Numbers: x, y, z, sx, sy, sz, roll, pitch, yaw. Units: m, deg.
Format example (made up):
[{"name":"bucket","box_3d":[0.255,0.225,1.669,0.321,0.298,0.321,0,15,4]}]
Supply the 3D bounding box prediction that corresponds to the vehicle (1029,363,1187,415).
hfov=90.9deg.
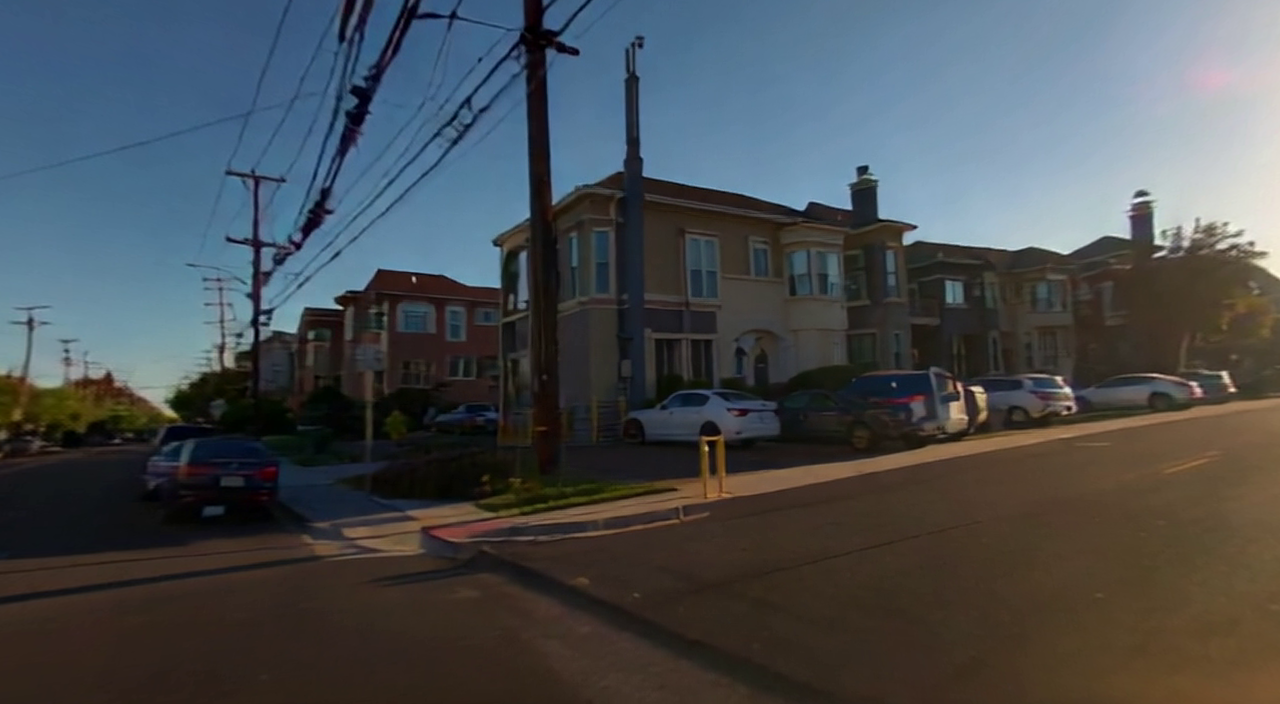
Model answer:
[{"name":"vehicle","box_3d":[18.009,1.499,24.571,4.450,1.707,1.902,-4,-9,20]}]

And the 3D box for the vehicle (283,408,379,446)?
[{"name":"vehicle","box_3d":[-17.366,4.177,35.552,4.520,1.608,1.714,-2,-1,-39]}]

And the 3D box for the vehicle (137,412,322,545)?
[{"name":"vehicle","box_3d":[-6.414,1.824,9.766,1.914,1.591,3.892,5,-10,-36]}]

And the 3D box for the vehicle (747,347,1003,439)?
[{"name":"vehicle","box_3d":[5.676,1.164,15.782,5.514,1.976,2.153,-3,-9,20]}]

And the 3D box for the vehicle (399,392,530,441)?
[{"name":"vehicle","box_3d":[-7.487,2.814,26.667,5.778,1.875,2.152,-6,-9,36]}]

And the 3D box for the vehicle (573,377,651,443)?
[{"name":"vehicle","box_3d":[-0.773,1.790,18.488,2.003,1.695,4.195,0,-8,-1]}]

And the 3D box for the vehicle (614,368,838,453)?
[{"name":"vehicle","box_3d":[1.917,1.414,14.260,4.648,1.659,1.897,-4,-9,23]}]
